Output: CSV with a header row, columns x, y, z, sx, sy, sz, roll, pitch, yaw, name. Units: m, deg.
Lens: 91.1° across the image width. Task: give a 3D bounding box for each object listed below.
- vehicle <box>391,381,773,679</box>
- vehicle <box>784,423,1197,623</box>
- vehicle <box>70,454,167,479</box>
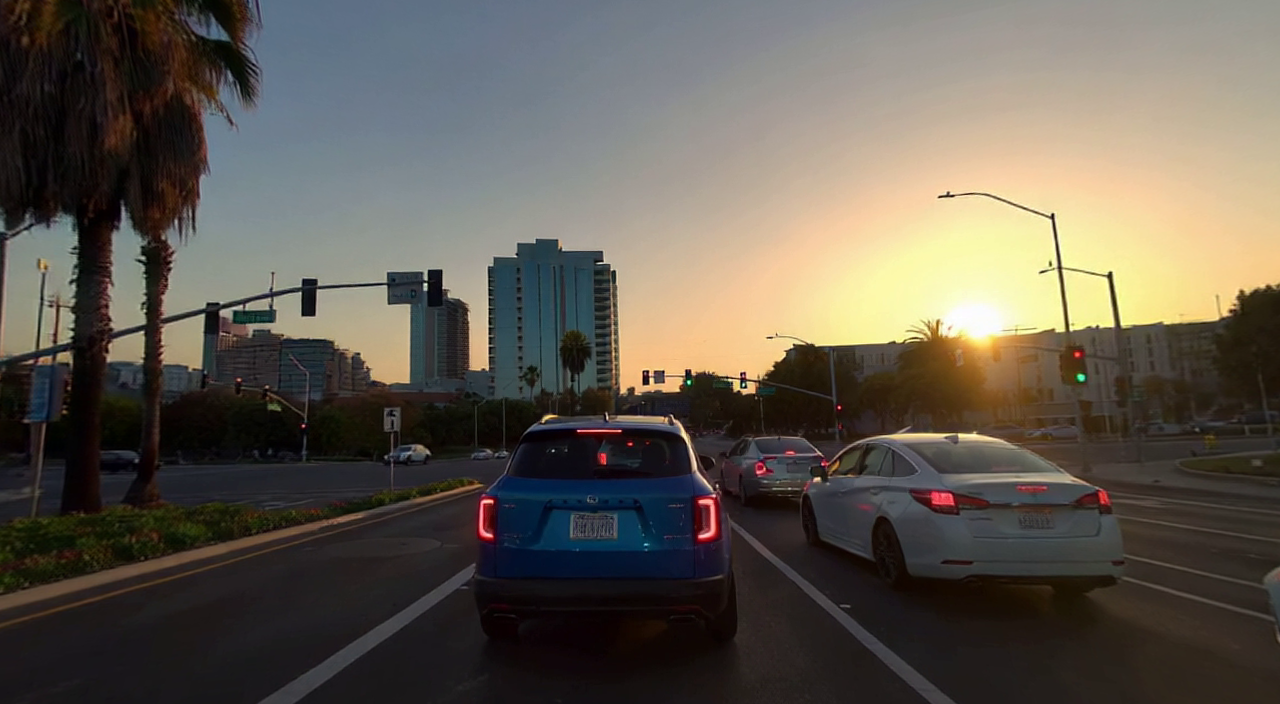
x,y,z,sx,sy,sz,roll,pitch,yaw,name
-0.329,1.316,5.693,2.172,1.694,4.055,0,-8,0,vehicle
3.124,1.609,6.968,1.971,1.473,4.495,0,-8,0,vehicle
-39.103,8.586,47.134,5.347,1.785,2.123,0,-8,2,vehicle
